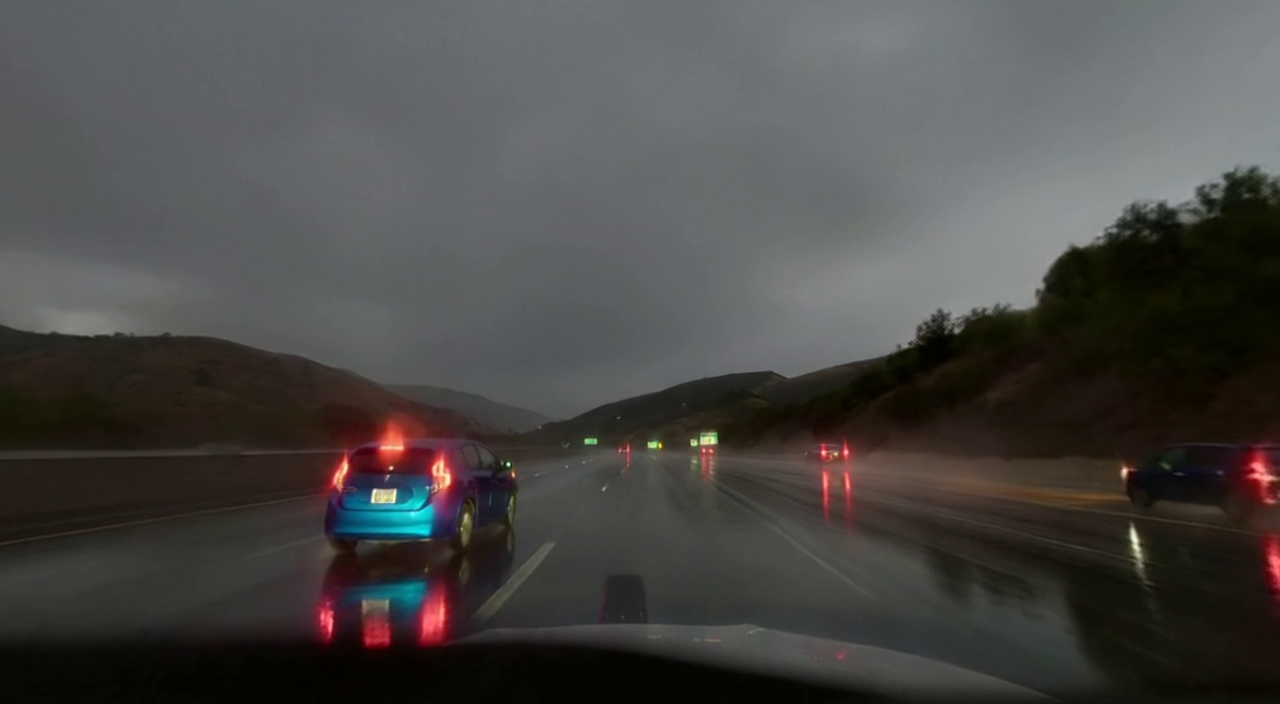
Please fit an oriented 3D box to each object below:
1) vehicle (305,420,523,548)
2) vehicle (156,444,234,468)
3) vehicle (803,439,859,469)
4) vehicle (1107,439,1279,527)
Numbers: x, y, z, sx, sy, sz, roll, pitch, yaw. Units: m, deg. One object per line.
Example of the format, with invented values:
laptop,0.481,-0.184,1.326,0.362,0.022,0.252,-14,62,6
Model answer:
vehicle,-3.257,1.977,10.008,1.967,1.615,3.886,0,-8,1
vehicle,-28.908,6.727,40.963,1.758,1.465,4.487,0,-8,1
vehicle,11.849,6.356,39.211,2.062,1.736,4.589,0,-8,0
vehicle,11.561,2.382,11.807,1.982,1.443,4.635,0,-9,0
